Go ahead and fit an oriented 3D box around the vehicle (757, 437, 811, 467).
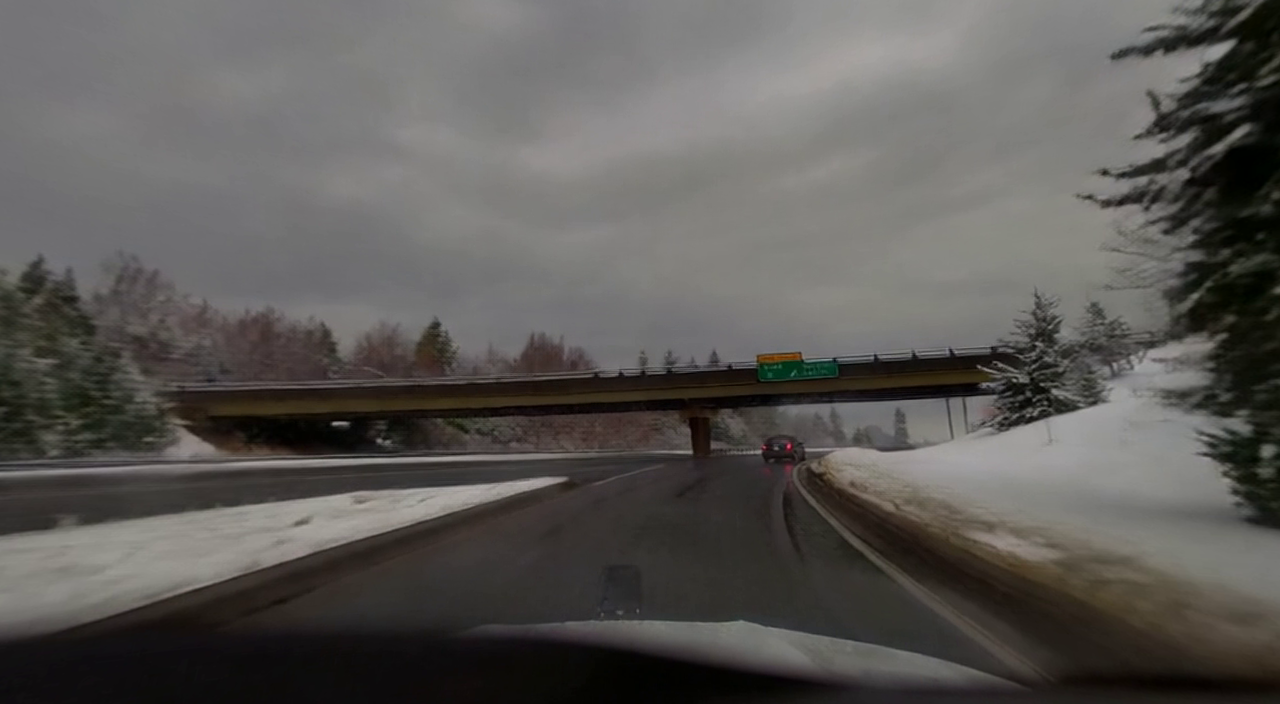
[{"bbox_3d":[7.493,5.160,32.509,1.980,1.449,3.650,-4,-10,23],"label":"vehicle"}]
